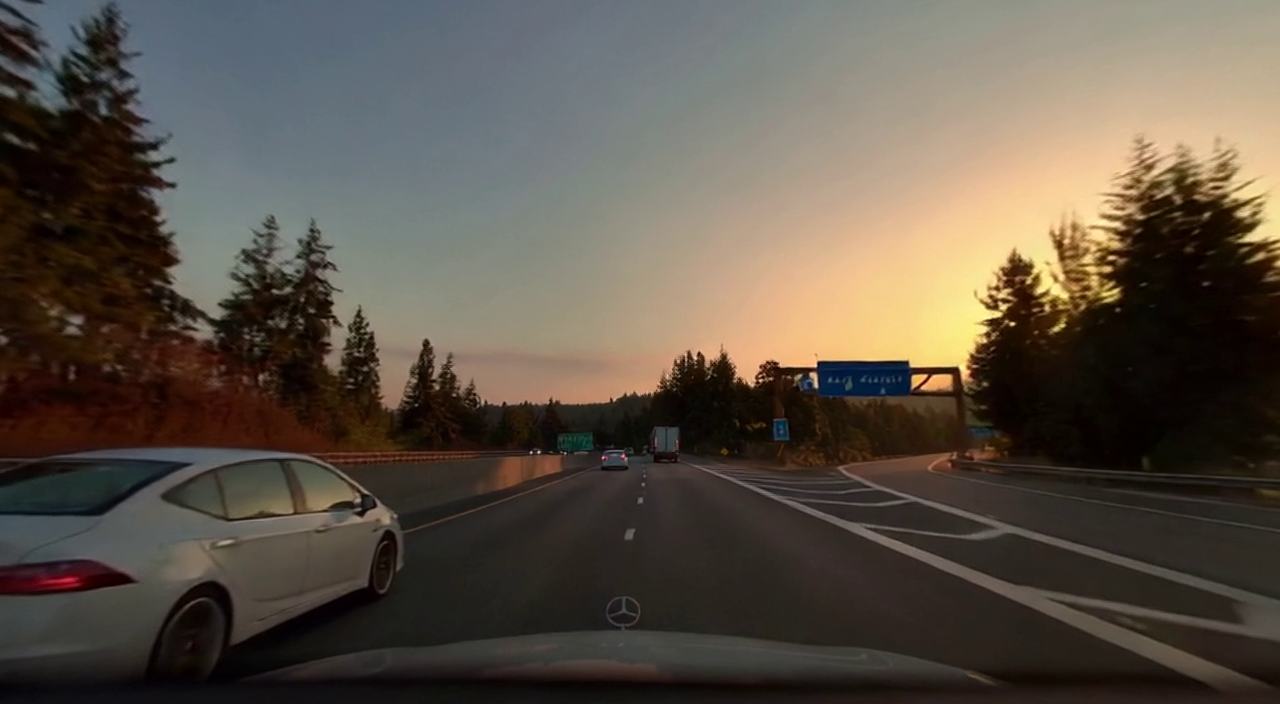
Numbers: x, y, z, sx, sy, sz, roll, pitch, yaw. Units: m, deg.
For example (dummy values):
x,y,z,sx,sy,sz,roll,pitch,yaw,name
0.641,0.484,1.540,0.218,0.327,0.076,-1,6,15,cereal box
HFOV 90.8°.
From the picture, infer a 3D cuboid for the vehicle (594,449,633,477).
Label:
x,y,z,sx,sy,sz,roll,pitch,yaw,name
-1.603,6.941,39.731,2.184,1.574,5.004,0,-9,1,vehicle
